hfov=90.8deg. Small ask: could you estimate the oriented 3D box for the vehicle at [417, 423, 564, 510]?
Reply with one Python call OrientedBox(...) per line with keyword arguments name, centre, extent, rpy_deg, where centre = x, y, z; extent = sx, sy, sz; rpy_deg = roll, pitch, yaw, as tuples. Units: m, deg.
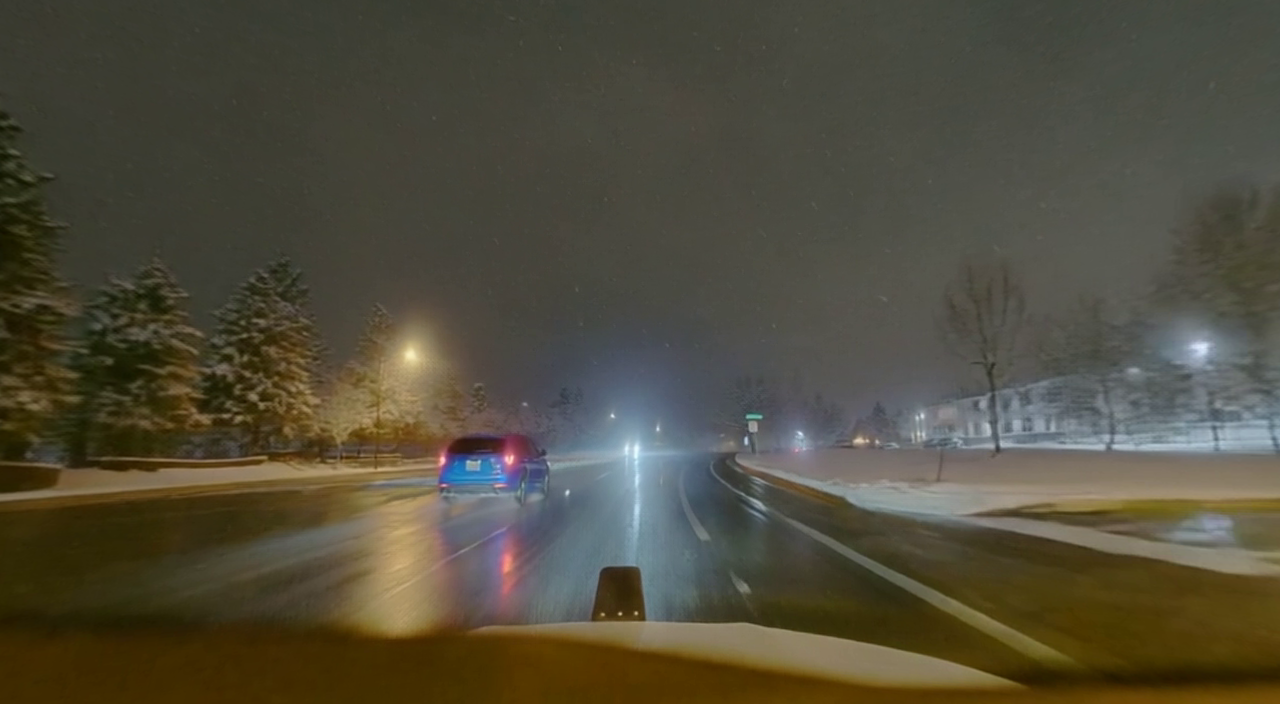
OrientedBox(name="vehicle", centre=(-3.248, 2.607, 14.826), extent=(2.121, 1.724, 4.392), rpy_deg=(0, -9, 3))
